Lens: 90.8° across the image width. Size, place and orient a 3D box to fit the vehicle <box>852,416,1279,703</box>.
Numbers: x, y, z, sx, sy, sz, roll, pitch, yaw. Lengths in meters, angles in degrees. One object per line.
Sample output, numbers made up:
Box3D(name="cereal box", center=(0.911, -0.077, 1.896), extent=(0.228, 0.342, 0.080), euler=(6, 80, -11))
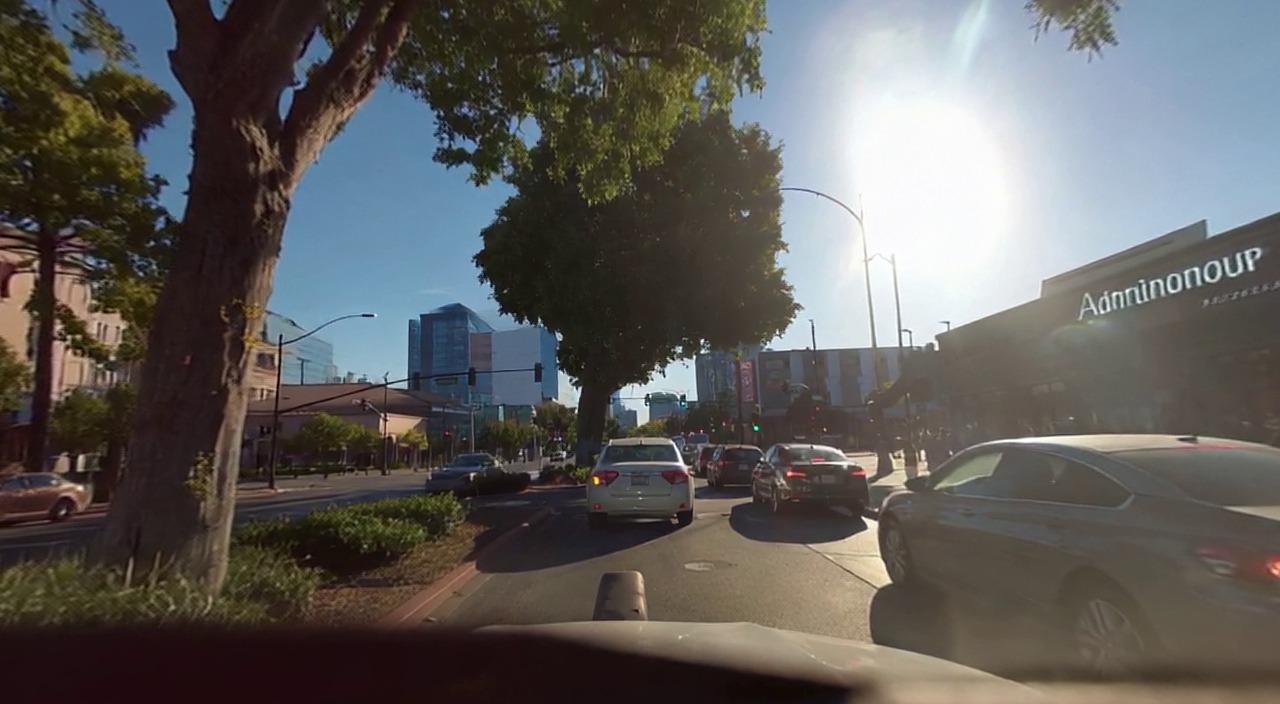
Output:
Box3D(name="vehicle", center=(3.247, 1.289, 4.413), extent=(1.912, 1.454, 4.537), euler=(0, -9, 0))

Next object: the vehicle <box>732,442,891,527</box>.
Box3D(name="vehicle", center=(3.353, 2.682, 13.411), extent=(1.996, 1.469, 4.495), euler=(0, -9, -1))

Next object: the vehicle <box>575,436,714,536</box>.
Box3D(name="vehicle", center=(0.054, 2.370, 11.769), extent=(2.118, 1.512, 4.013), euler=(0, -9, 0))

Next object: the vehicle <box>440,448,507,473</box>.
Box3D(name="vehicle", center=(-13.118, 8.501, 49.793), extent=(4.642, 1.889, 2.210), euler=(5, -10, -29))
